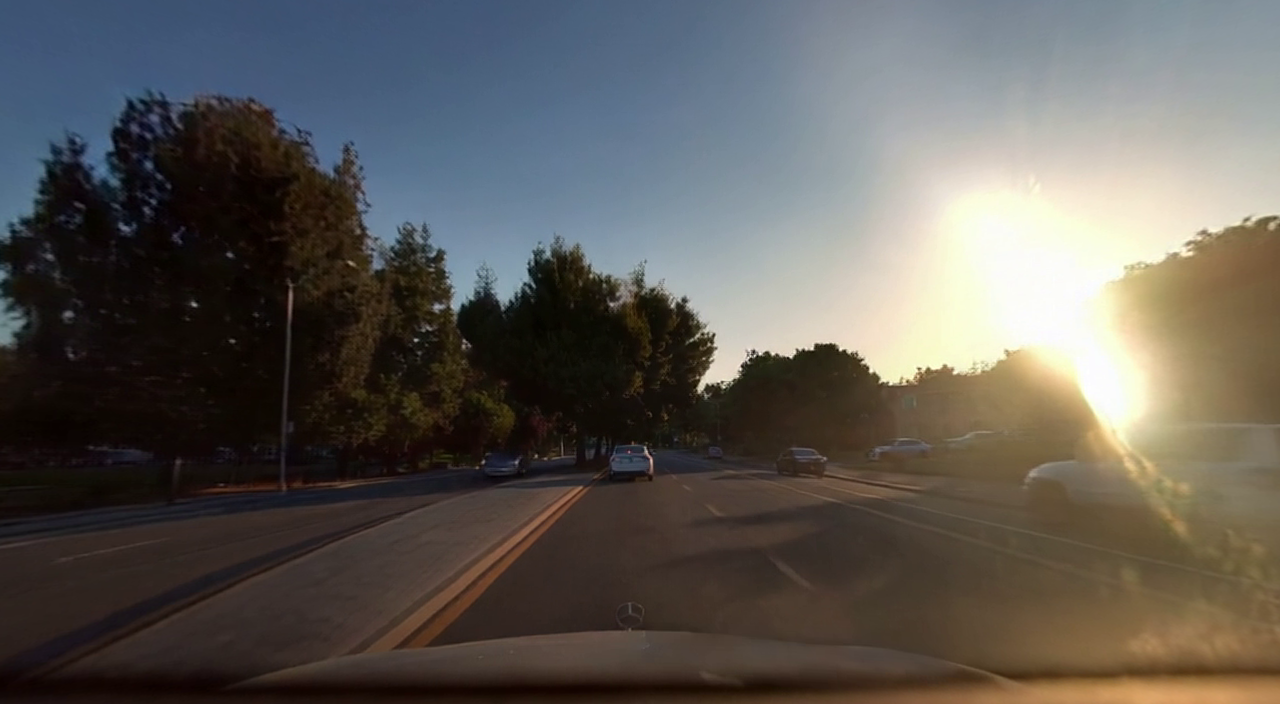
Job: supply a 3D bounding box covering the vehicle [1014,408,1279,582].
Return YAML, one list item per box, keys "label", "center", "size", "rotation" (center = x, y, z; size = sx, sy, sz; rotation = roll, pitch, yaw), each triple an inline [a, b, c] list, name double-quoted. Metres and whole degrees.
- label: "vehicle"
  center: [7.665, 1.775, 8.443]
  size: [2.064, 1.792, 5.053]
  rotation: [0, -9, -2]

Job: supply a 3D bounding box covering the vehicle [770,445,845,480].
- label: "vehicle"
  center: [7.746, 5.150, 29.731]
  size: [2.131, 1.474, 4.752]
  rotation: [0, -9, -2]

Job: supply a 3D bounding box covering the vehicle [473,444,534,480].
- label: "vehicle"
  center: [-6.773, 5.492, 31.802]
  size: [2.083, 1.646, 4.293]
  rotation: [0, -8, 1]

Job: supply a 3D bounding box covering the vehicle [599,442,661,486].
- label: "vehicle"
  center: [-0.361, 4.132, 23.532]
  size: [2.099, 1.470, 4.302]
  rotation: [0, -9, 0]

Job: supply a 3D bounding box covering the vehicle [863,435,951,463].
- label: "vehicle"
  center: [17.816, 6.458, 42.099]
  size: [5.100, 1.770, 2.269]
  rotation: [3, -9, -18]
